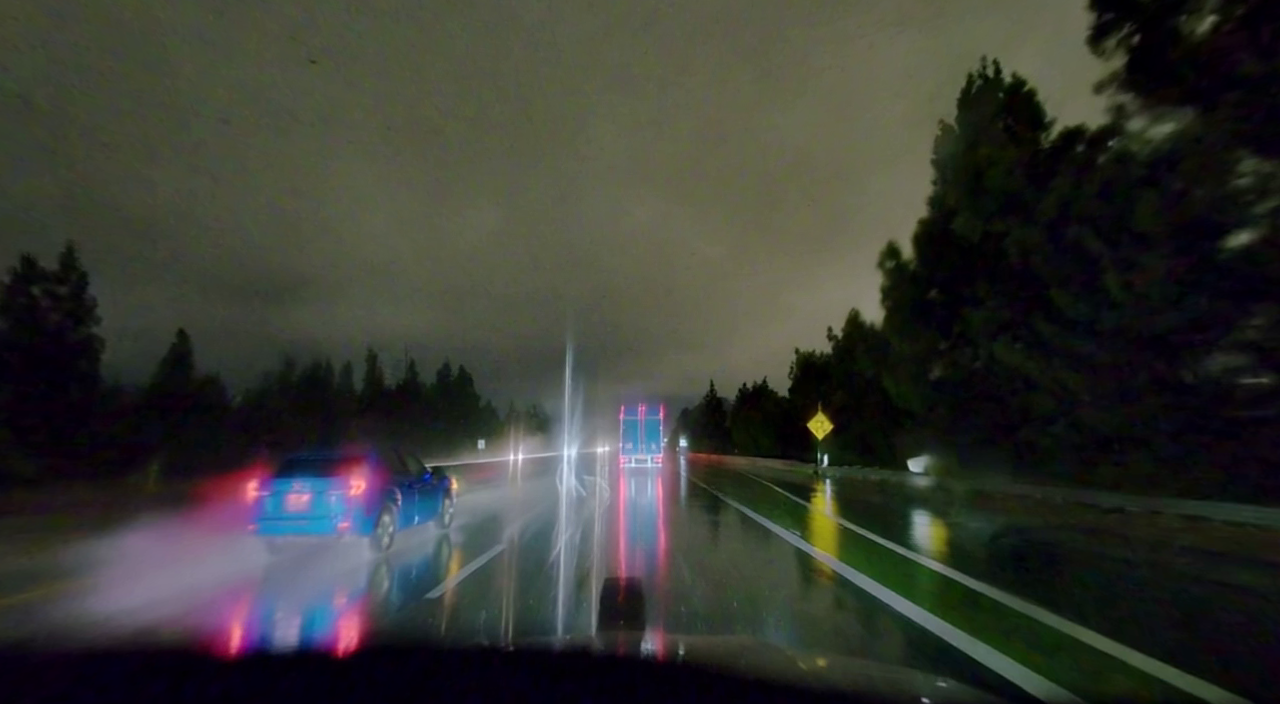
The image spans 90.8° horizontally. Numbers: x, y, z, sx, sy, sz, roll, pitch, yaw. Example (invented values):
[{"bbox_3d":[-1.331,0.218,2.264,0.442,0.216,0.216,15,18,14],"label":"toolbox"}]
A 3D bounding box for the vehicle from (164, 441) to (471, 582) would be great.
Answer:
[{"bbox_3d":[-3.927,1.989,8.678,1.955,1.438,4.100,-1,-9,2],"label":"vehicle"}]
